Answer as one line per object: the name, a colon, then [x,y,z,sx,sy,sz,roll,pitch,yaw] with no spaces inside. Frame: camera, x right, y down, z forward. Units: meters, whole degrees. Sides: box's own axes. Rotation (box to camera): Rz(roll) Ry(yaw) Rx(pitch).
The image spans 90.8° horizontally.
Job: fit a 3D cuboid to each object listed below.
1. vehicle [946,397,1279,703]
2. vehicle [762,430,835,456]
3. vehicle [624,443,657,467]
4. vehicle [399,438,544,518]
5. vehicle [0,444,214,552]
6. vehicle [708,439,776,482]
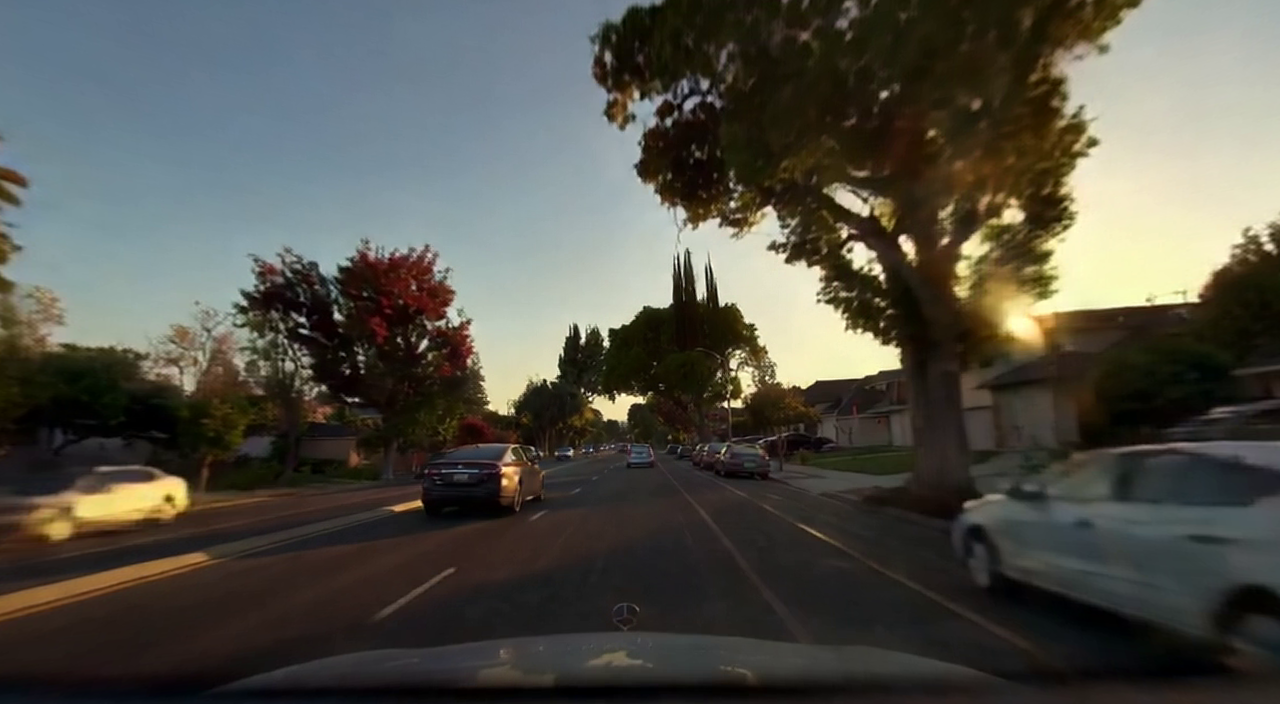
vehicle: [3.905,1.169,3.994,1.897,1.589,4.053,0,-8,0]
vehicle: [11.719,6.756,46.872,4.923,1.878,1.953,-1,-8,3]
vehicle: [0.066,6.785,41.754,2.088,1.495,4.048,0,-8,1]
vehicle: [-3.527,2.711,14.190,2.027,1.477,4.413,0,-8,0]
vehicle: [-10.879,2.682,12.388,1.933,1.712,4.354,0,-8,1]
vehicle: [4.336,4.700,27.762,2.045,1.702,4.916,0,-8,-1]
